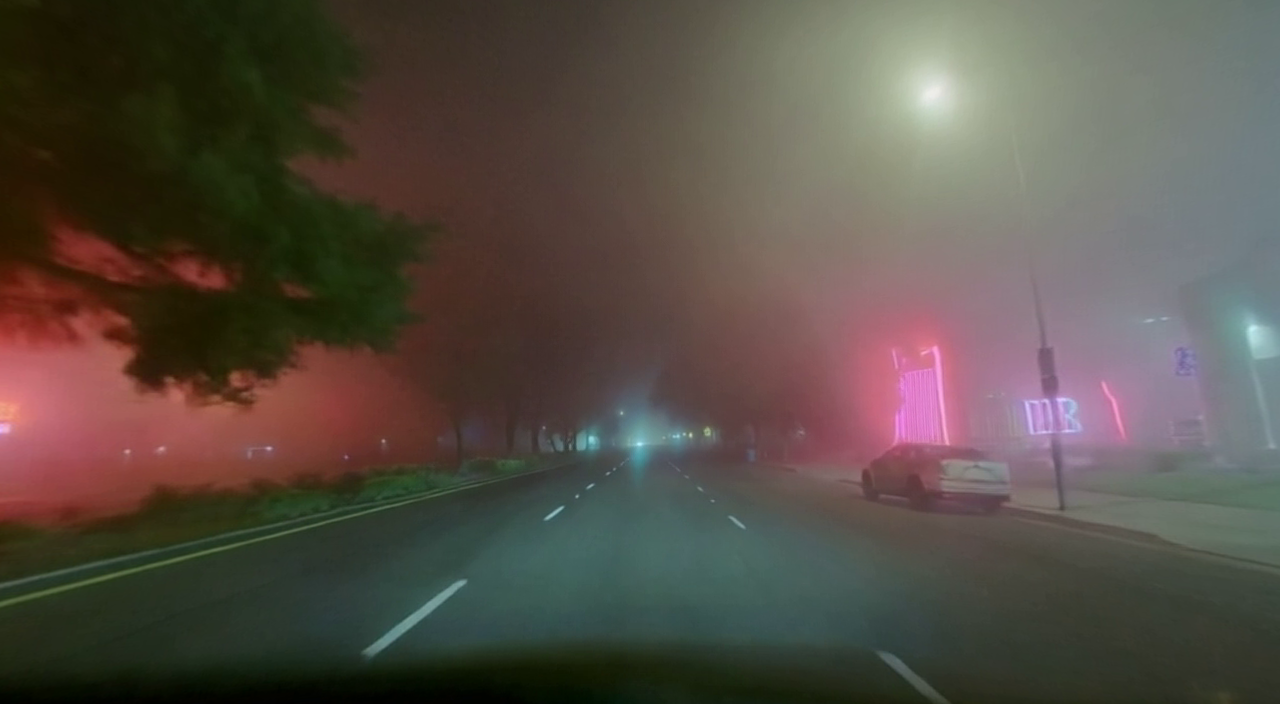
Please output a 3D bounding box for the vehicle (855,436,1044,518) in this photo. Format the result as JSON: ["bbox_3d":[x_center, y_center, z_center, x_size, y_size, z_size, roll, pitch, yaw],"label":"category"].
[{"bbox_3d":[6.618,2.675,14.210,1.923,1.498,4.676,1,-8,0],"label":"vehicle"}]
